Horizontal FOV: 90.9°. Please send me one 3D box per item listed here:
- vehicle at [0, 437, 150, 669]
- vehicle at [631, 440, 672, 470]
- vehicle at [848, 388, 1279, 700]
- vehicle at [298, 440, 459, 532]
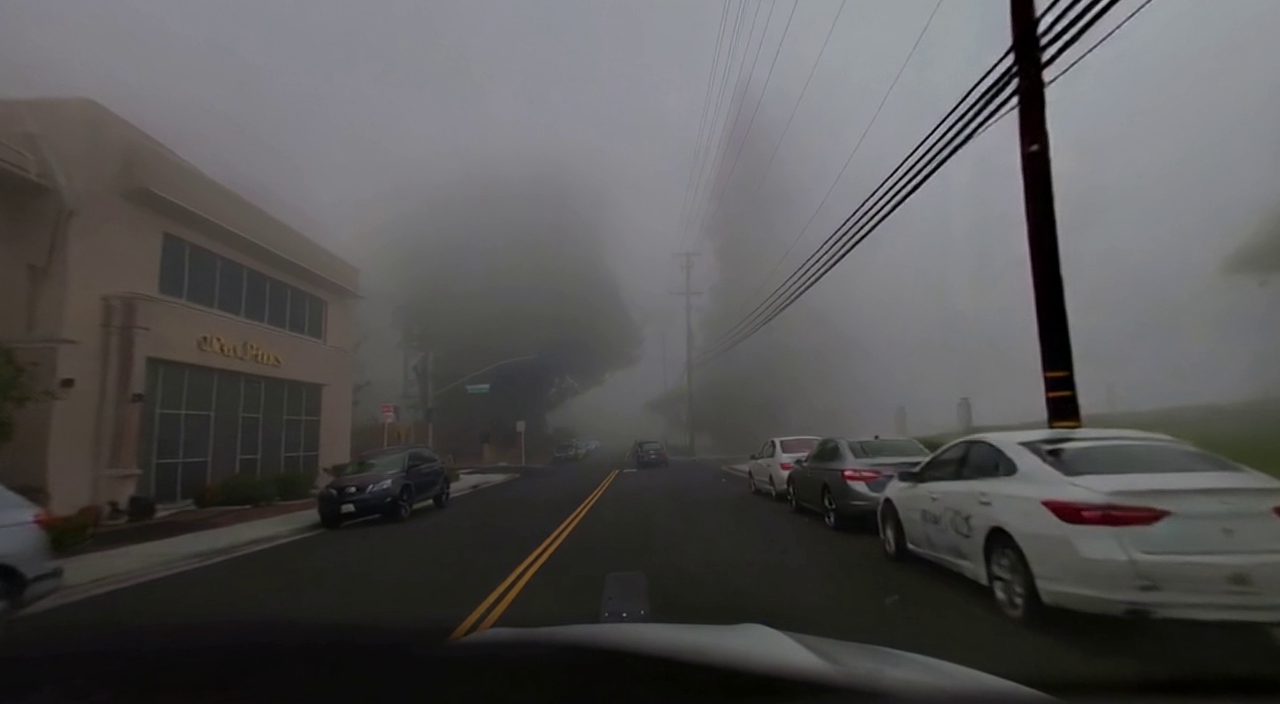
[{"bbox_3d":[-6.262,1.469,3.957,2.007,1.876,5.361,-1,-9,0],"label":"vehicle"},{"bbox_3d":[0.571,5.674,34.972,2.125,1.524,4.404,-1,-9,-1],"label":"vehicle"},{"bbox_3d":[3.617,1.360,5.760,1.948,1.607,4.873,-1,-9,3],"label":"vehicle"},{"bbox_3d":[-6.164,3.185,15.680,2.126,1.864,4.831,0,-9,-3],"label":"vehicle"}]
